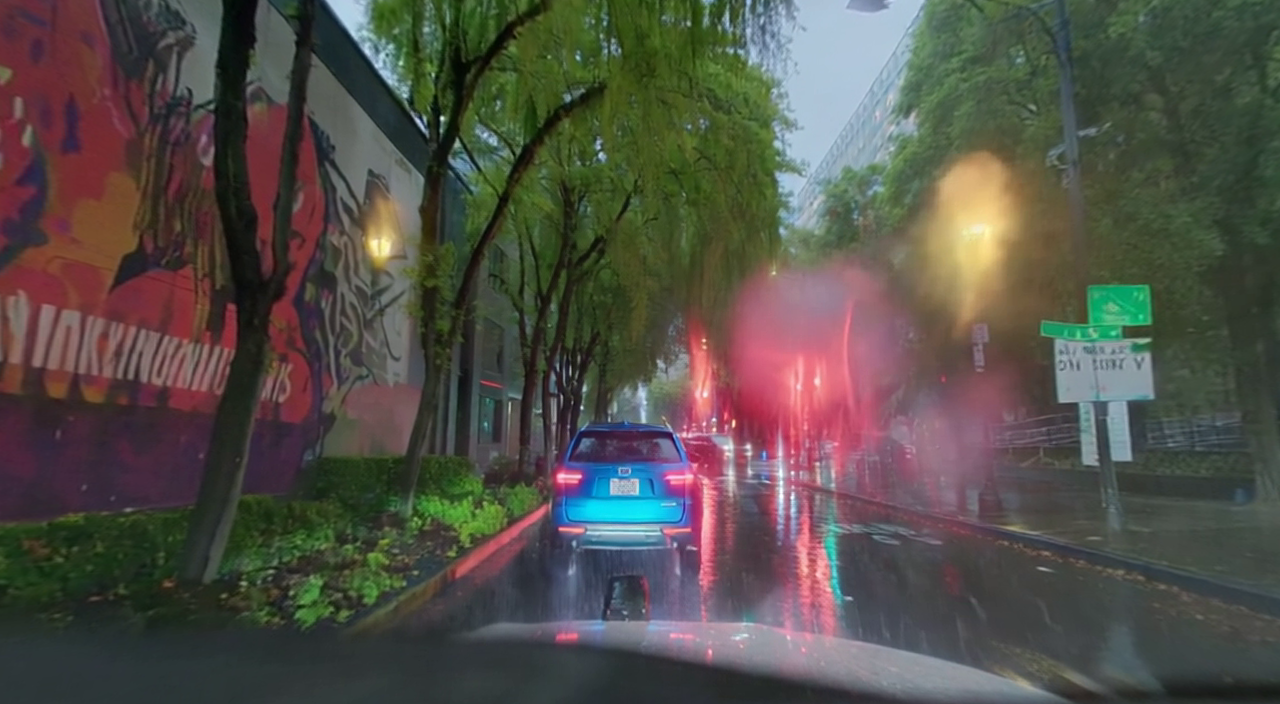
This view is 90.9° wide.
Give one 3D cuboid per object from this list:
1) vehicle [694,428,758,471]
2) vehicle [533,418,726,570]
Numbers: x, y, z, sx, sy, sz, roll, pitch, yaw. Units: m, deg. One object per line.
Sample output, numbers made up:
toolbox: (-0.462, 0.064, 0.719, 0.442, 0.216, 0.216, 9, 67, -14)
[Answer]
vehicle: (4.742, 5.205, 33.804, 2.448, 2.063, 5.513, -3, -9, 17)
vehicle: (-0.132, 1.829, 8.827, 2.079, 1.621, 3.861, 0, -8, 0)
